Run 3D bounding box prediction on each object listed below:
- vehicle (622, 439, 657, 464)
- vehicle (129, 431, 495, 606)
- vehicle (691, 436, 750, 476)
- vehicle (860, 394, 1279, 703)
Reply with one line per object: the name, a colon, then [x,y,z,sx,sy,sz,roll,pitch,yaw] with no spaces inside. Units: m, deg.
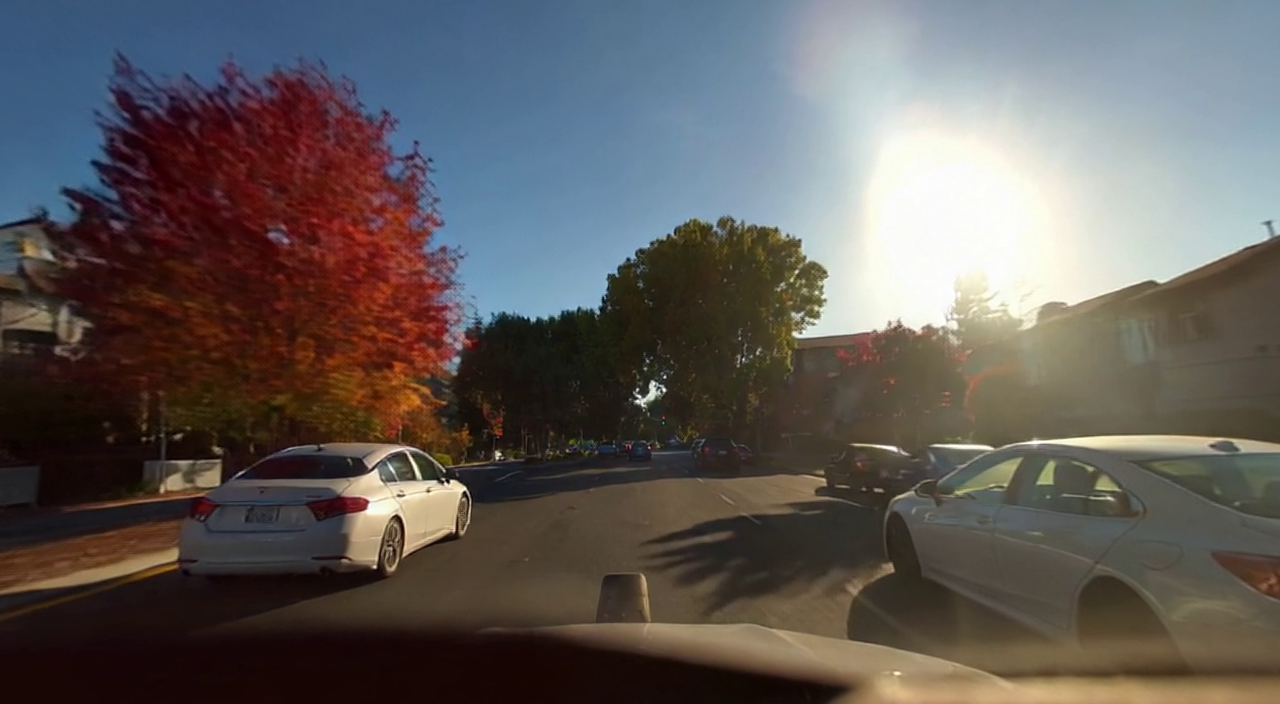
vehicle: [-0.006,6.893,43.537,2.293,1.662,4.262,0,-8,1]
vehicle: [-3.363,1.772,7.742,1.997,1.479,4.547,0,-8,1]
vehicle: [3.567,4.710,28.619,2.019,1.675,4.488,0,-8,-1]
vehicle: [3.275,1.173,4.102,2.060,1.474,4.475,0,-8,0]
